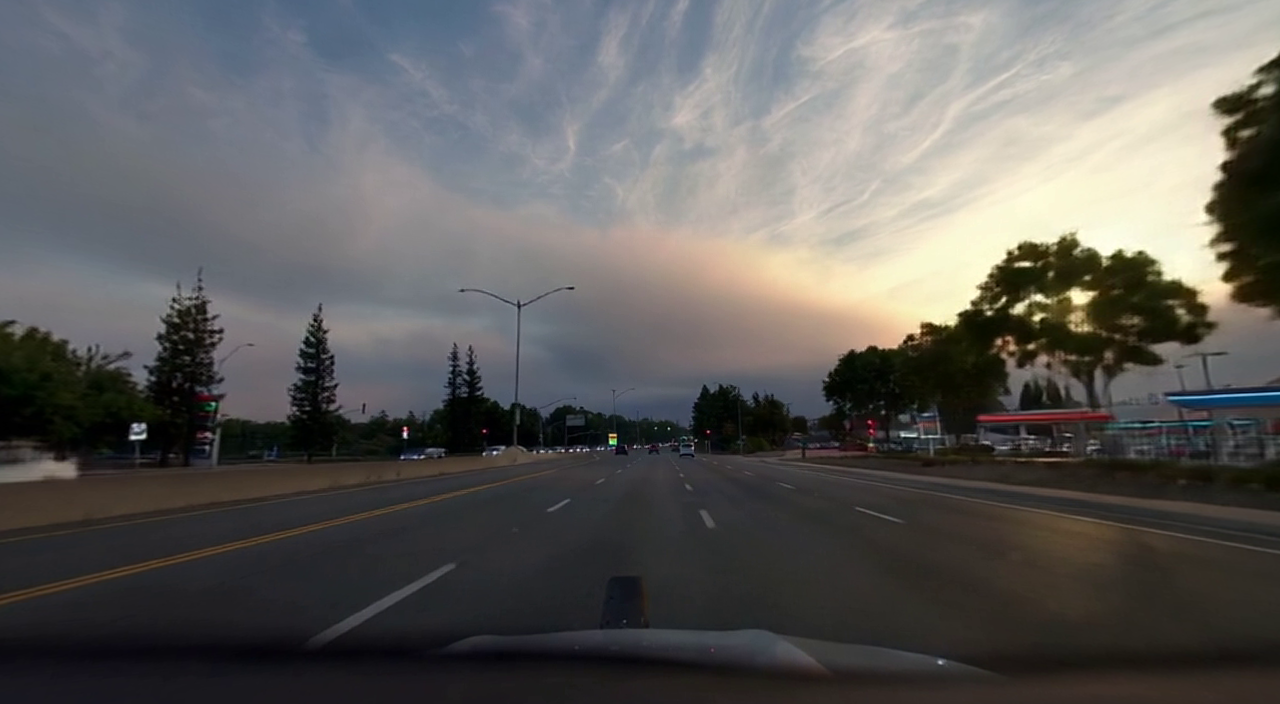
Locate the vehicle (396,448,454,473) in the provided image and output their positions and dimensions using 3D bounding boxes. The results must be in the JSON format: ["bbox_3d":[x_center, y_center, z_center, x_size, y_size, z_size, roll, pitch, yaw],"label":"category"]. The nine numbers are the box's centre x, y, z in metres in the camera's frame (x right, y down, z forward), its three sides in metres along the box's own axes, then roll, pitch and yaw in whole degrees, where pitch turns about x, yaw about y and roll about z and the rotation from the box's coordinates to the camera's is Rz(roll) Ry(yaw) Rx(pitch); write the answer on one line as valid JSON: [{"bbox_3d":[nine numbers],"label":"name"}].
[{"bbox_3d":[-13.464,6.806,39.733,1.807,1.477,4.491,-1,-9,3],"label":"vehicle"}]
